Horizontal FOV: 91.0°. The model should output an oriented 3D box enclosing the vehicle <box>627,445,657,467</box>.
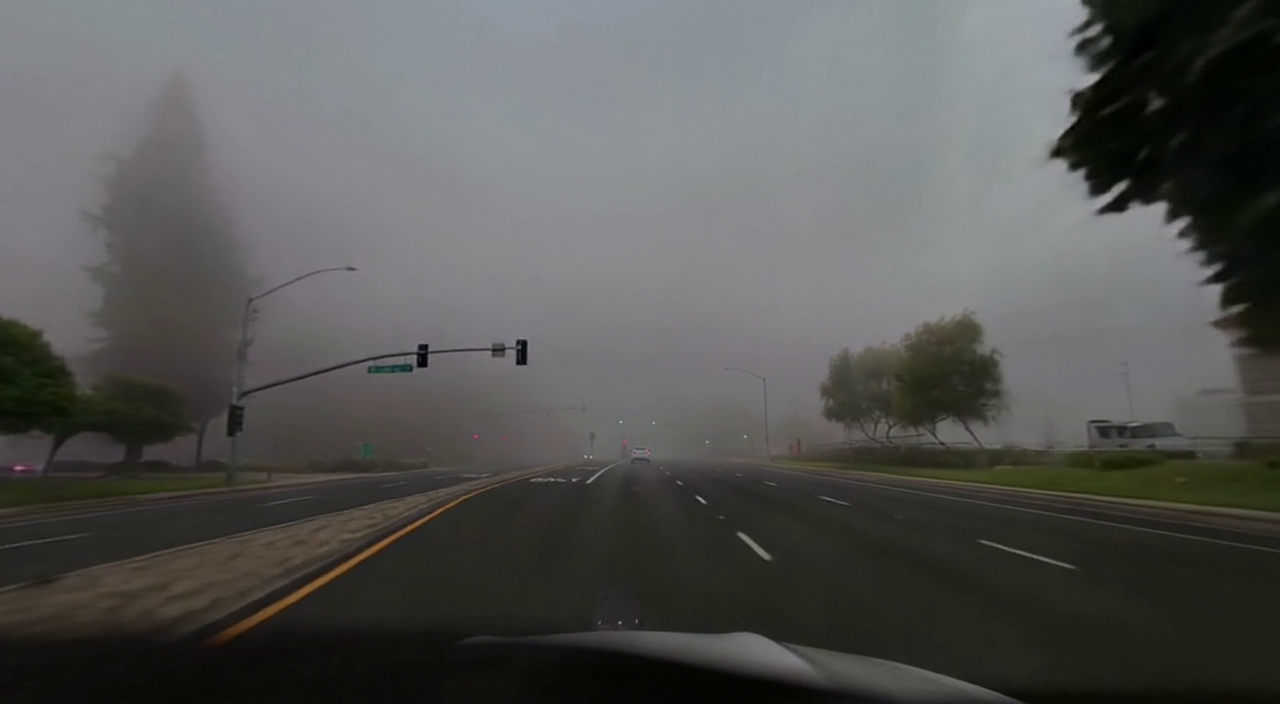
[{"bbox_3d":[0.148,7.363,44.874,2.064,1.477,3.968,0,-9,0],"label":"vehicle"}]
